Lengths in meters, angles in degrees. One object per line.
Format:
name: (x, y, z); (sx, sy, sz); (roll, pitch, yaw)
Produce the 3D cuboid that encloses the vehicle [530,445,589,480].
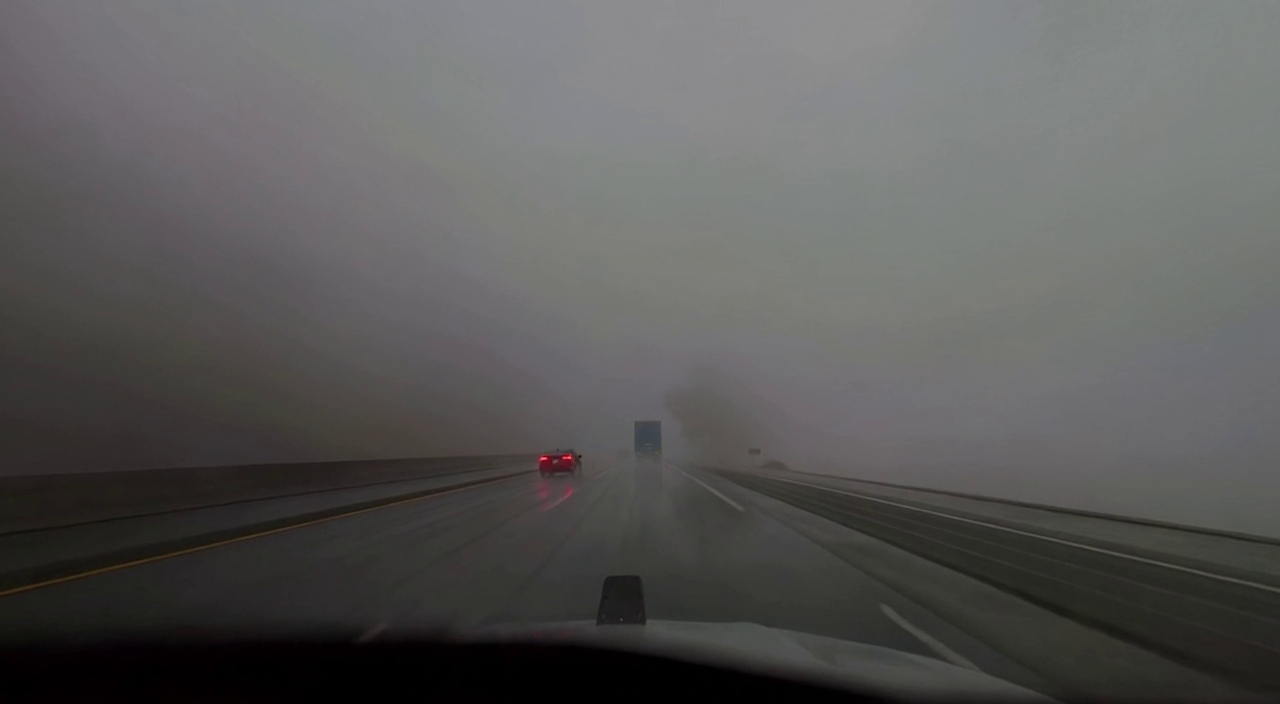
vehicle: (-3.819, 5.326, 30.802); (1.999, 1.533, 4.870); (-1, -9, 3)
